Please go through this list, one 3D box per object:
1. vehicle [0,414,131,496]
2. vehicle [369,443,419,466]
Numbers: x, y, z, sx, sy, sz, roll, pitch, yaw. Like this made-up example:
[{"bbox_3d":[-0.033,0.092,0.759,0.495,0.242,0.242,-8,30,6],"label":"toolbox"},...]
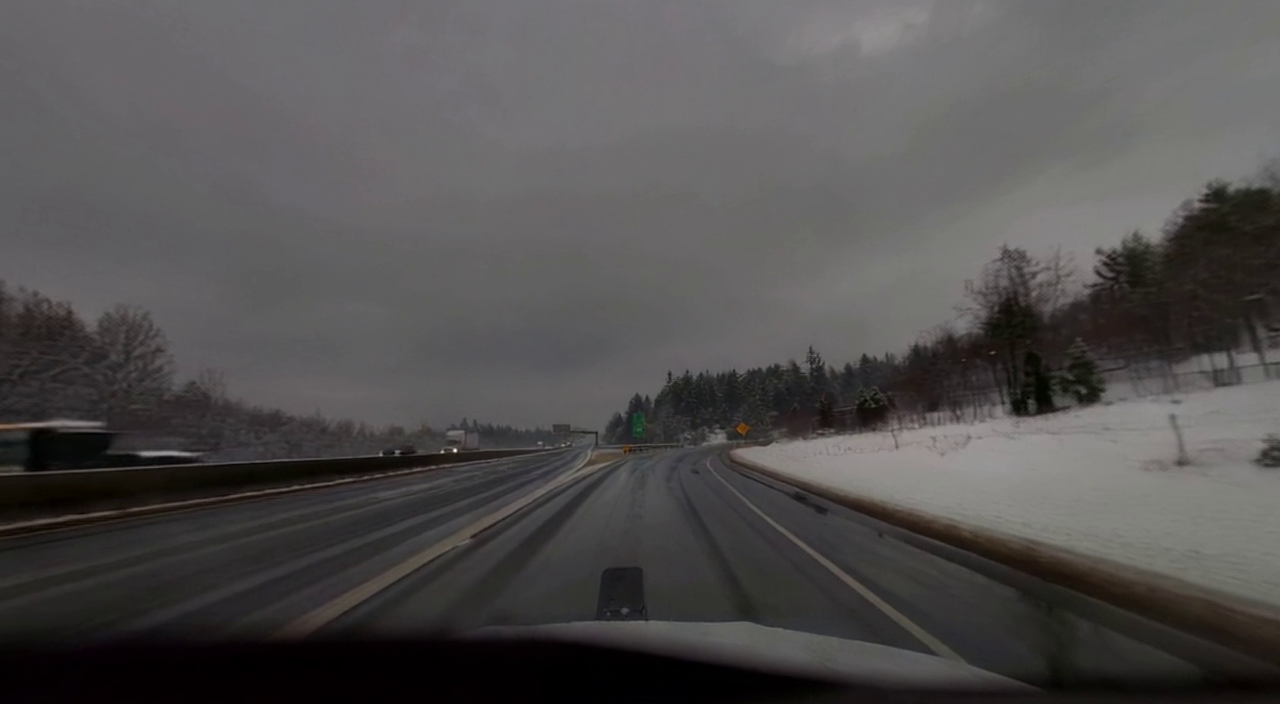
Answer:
[{"bbox_3d":[-21.468,3.544,21.652,2.313,2.568,6.573,0,-9,-1],"label":"vehicle"},{"bbox_3d":[-18.051,7.529,46.240,1.926,1.617,4.566,0,-9,-1],"label":"vehicle"}]
